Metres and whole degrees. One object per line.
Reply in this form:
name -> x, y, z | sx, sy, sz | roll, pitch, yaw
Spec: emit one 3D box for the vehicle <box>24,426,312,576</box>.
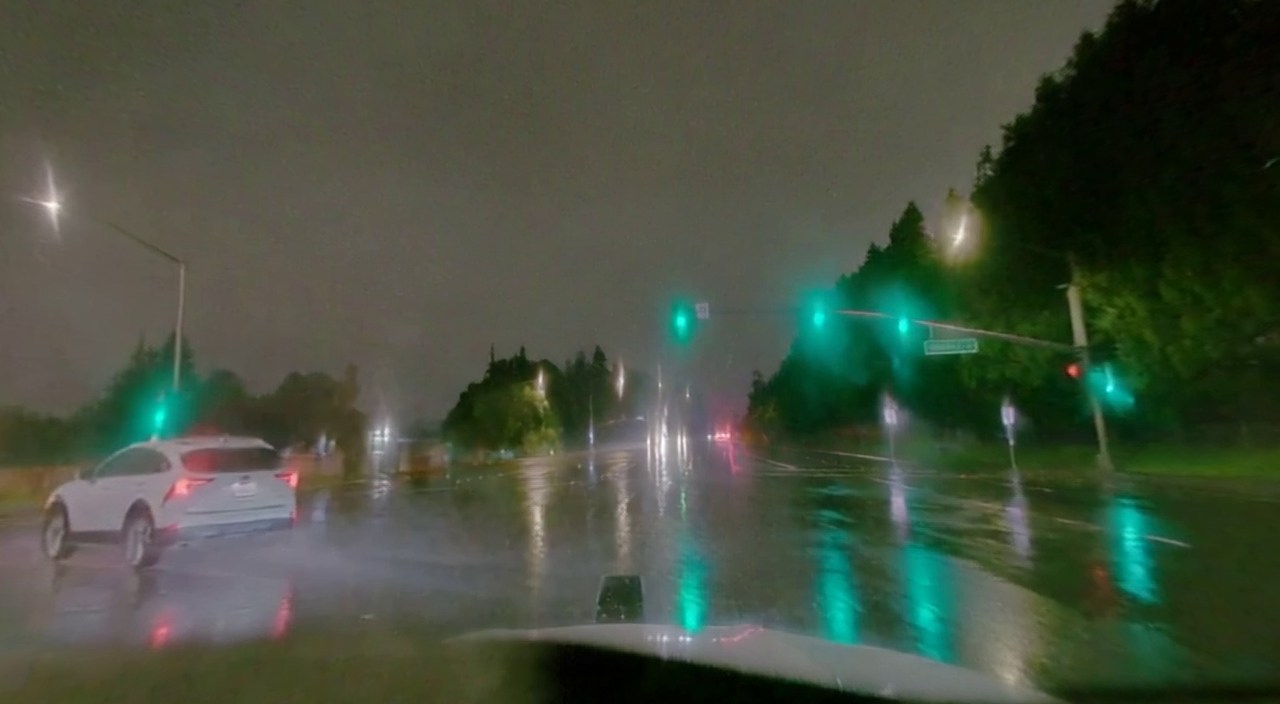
vehicle -> -7.581, 2.183, 10.065 | 4.580, 1.827, 2.230 | -7, -10, 35
